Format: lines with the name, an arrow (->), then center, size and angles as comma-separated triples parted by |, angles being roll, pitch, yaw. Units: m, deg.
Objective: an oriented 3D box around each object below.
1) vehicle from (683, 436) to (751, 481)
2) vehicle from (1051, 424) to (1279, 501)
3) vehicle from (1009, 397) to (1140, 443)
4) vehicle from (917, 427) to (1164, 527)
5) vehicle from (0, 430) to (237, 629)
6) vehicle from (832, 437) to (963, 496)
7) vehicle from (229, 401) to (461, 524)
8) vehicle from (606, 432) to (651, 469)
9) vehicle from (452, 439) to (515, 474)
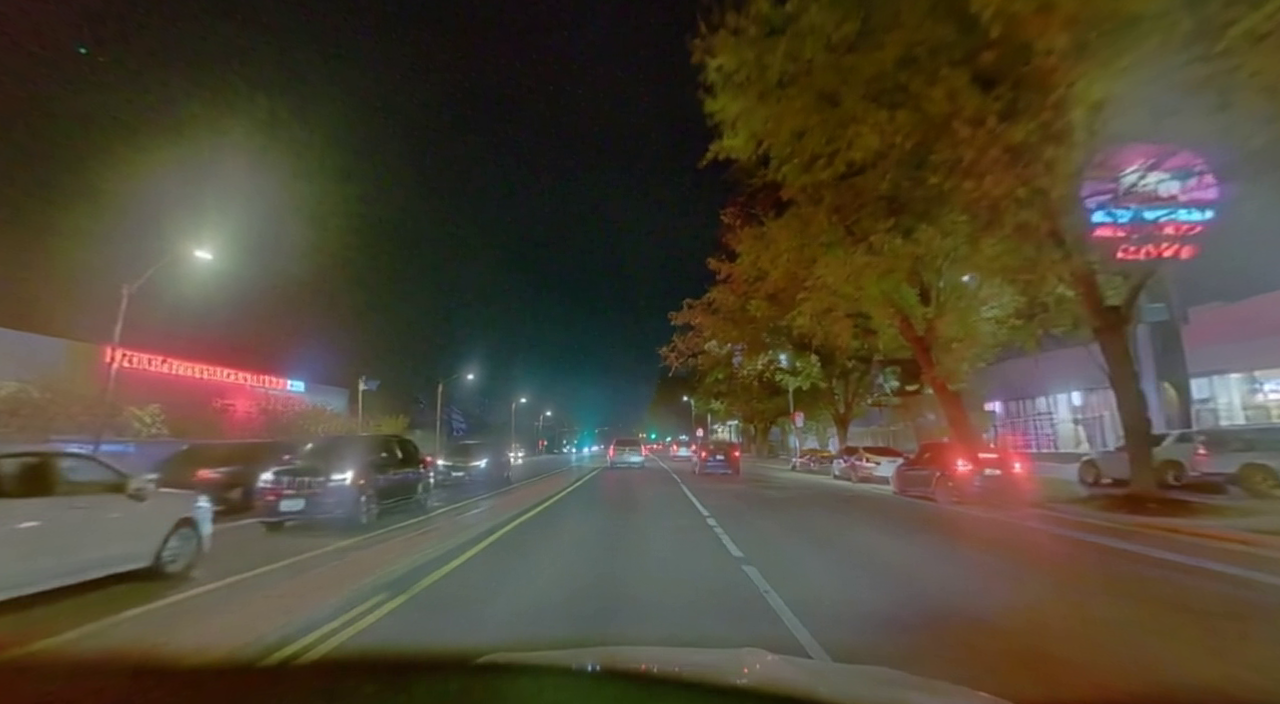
vehicle -> 2.761, 3.923, 23.503 | 2.046, 1.540, 3.883 | 0, -8, 0
vehicle -> 12.332, 2.540, 15.040 | 2.058, 1.493, 4.612 | -2, -8, 3
vehicle -> 15.819, 2.588, 23.292 | 1.793, 1.505, 4.557 | -1, -8, 4
vehicle -> 7.508, 2.349, 12.539 | 1.914, 1.587, 4.548 | 0, -8, 0
vehicle -> -5.713, 1.374, 5.087 | 1.835, 1.476, 4.533 | 1, -8, 1
vehicle -> 7.326, 3.269, 18.547 | 1.831, 1.475, 4.924 | -1, -8, 1
vehicle -> -5.547, 2.124, 12.869 | 2.240, 1.945, 5.114 | -1, -7, 0
vehicle -> -0.545, 5.322, 34.104 | 2.301, 1.837, 4.411 | 0, -8, 1
vehicle -> -8.336, 5.588, 33.981 | 2.097, 1.707, 4.506 | 0, -8, 1
